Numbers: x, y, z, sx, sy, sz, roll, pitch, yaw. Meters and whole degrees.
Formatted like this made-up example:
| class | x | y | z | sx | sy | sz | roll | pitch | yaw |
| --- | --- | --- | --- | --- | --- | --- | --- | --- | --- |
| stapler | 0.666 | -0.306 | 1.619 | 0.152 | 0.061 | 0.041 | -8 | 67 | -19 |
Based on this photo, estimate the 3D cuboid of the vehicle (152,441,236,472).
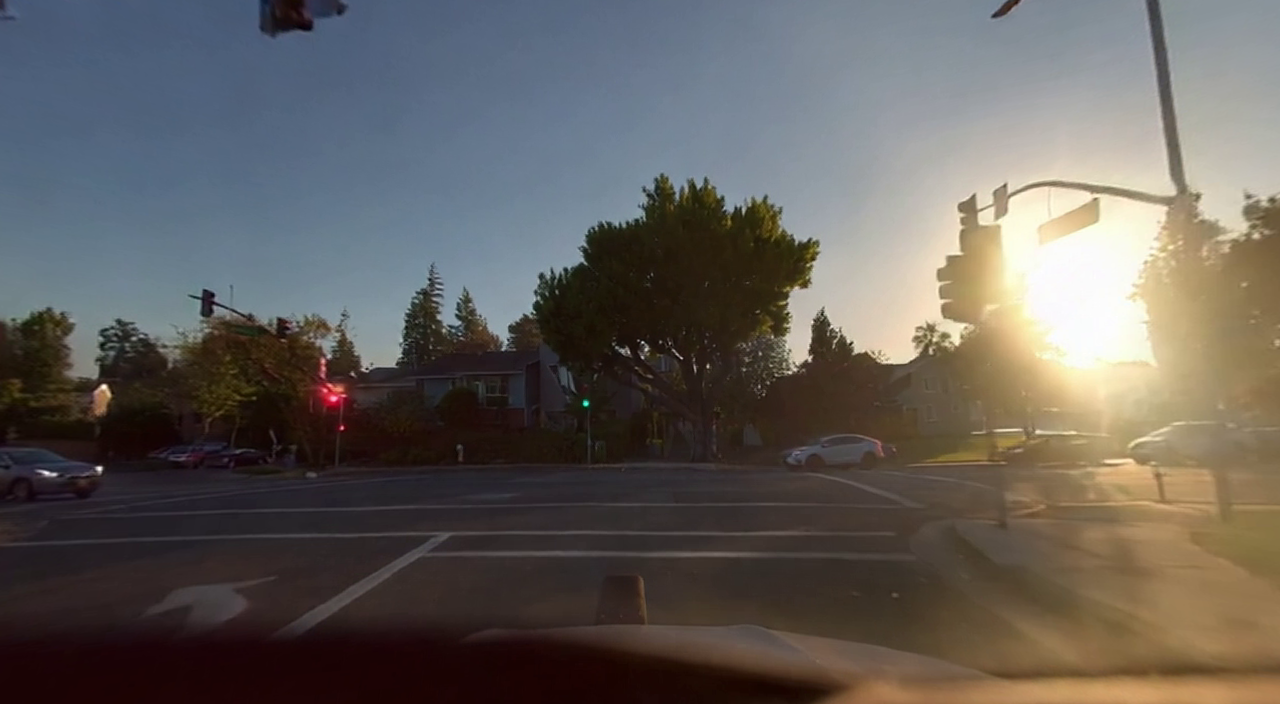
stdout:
| class | x | y | z | sx | sy | sz | roll | pitch | yaw |
| --- | --- | --- | --- | --- | --- | --- | --- | --- | --- |
| vehicle | -27.220 | 6.347 | 38.705 | 1.967 | 1.779 | 4.159 | -1 | -8 | 2 |

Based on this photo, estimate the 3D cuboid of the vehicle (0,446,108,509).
| class | x | y | z | sx | sy | sz | roll | pitch | yaw |
| --- | --- | --- | --- | --- | --- | --- | --- | --- | --- |
| vehicle | -16.944 | 3.174 | 16.192 | 4.989 | 1.442 | 1.940 | -1 | -8 | 3 |

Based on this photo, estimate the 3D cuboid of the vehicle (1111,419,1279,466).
| class | x | y | z | sx | sy | sz | roll | pitch | yaw |
| --- | --- | --- | --- | --- | --- | --- | --- | --- | --- |
| vehicle | 21.184 | 3.479 | 24.237 | 4.510 | 1.673 | 2.030 | -1 | -8 | 2 |

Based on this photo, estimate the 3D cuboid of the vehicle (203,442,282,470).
| class | x | y | z | sx | sy | sz | roll | pitch | yaw |
| --- | --- | --- | --- | --- | --- | --- | --- | --- | --- |
| vehicle | -24.292 | 6.342 | 38.822 | 1.817 | 1.488 | 4.631 | -1 | -8 | 0 |

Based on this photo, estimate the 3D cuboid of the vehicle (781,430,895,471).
| class | x | y | z | sx | sy | sz | roll | pitch | yaw |
| --- | --- | --- | --- | --- | --- | --- | --- | --- | --- |
| vehicle | 7.647 | 3.829 | 24.681 | 3.815 | 1.504 | 1.790 | -1 | -8 | 2 |

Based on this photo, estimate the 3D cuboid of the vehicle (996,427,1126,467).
| class | x | y | z | sx | sy | sz | roll | pitch | yaw |
| --- | --- | --- | --- | --- | --- | --- | --- | --- | --- |
| vehicle | 18.555 | 4.201 | 28.023 | 4.326 | 1.672 | 1.903 | -1 | -8 | 2 |
